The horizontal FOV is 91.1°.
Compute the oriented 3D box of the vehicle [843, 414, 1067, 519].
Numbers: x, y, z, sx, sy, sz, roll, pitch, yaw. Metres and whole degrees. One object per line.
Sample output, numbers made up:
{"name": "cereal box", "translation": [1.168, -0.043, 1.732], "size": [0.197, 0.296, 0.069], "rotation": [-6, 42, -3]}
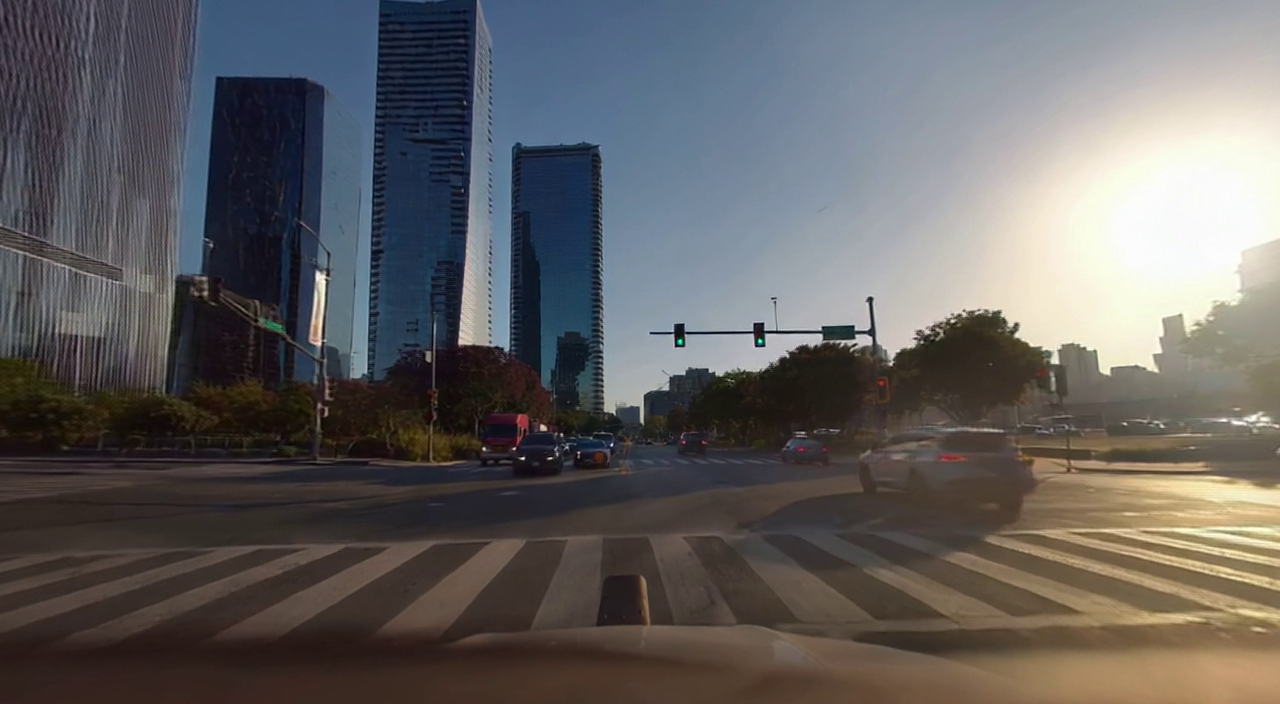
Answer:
{"name": "vehicle", "translation": [6.030, 2.266, 12.926], "size": [2.098, 1.723, 4.881], "rotation": [0, -8, 1]}

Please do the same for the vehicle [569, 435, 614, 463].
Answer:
{"name": "vehicle", "translation": [-2.760, 5.686, 36.869], "size": [2.147, 1.481, 4.331], "rotation": [0, -8, 2]}

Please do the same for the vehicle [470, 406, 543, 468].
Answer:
{"name": "vehicle", "translation": [-9.195, 5.803, 44.311], "size": [3.191, 3.314, 7.914], "rotation": [-6, -2, 0]}

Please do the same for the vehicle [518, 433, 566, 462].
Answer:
{"name": "vehicle", "translation": [-6.054, 5.988, 39.374], "size": [2.182, 1.677, 4.384], "rotation": [0, -8, 1]}

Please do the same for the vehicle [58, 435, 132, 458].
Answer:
{"name": "vehicle", "translation": [-35.515, 6.170, 41.018], "size": [1.628, 1.448, 3.621], "rotation": [1, -9, -2]}

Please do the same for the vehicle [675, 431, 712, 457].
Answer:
{"name": "vehicle", "translation": [3.858, 6.702, 45.829], "size": [2.203, 1.801, 4.331], "rotation": [0, -8, -1]}

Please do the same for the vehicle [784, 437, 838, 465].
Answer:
{"name": "vehicle", "translation": [9.639, 5.612, 35.702], "size": [1.860, 1.460, 4.379], "rotation": [0, -8, 0]}
